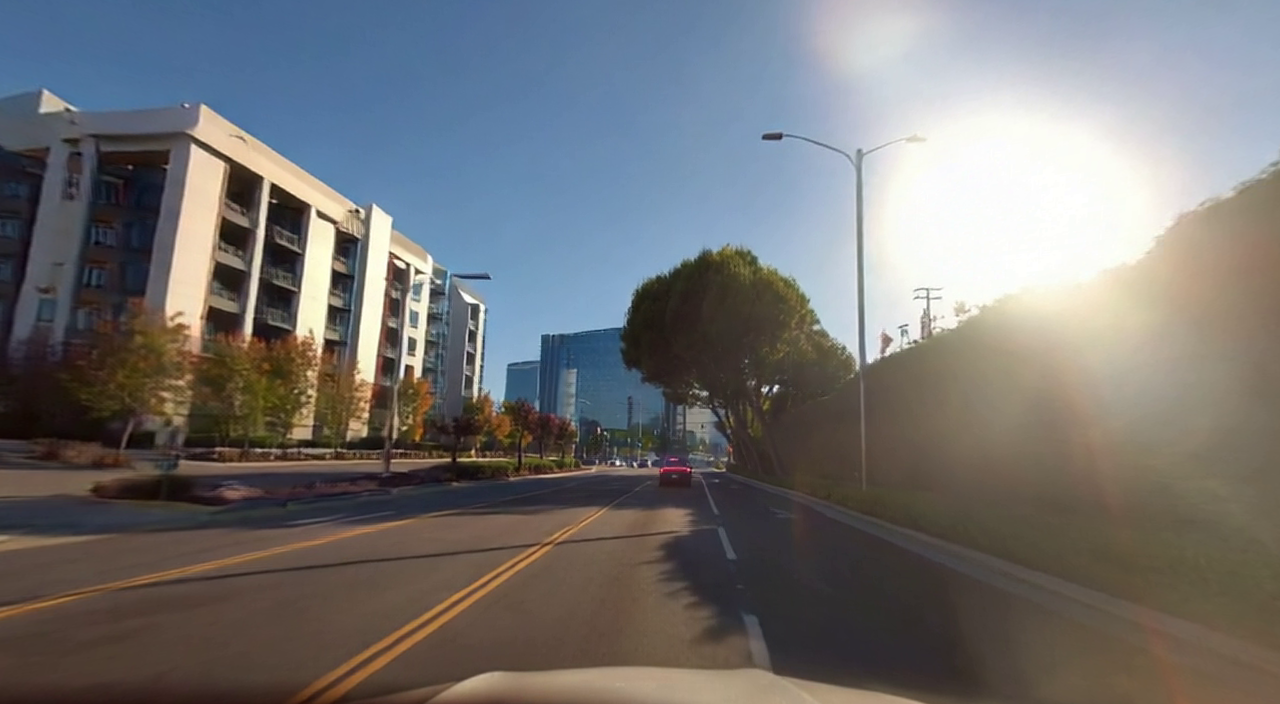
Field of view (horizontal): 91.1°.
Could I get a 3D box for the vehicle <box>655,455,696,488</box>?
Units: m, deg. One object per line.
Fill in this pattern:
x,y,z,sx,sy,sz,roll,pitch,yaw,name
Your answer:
1.969,6.440,33.864,2.067,1.629,3.858,0,-10,5,vehicle
